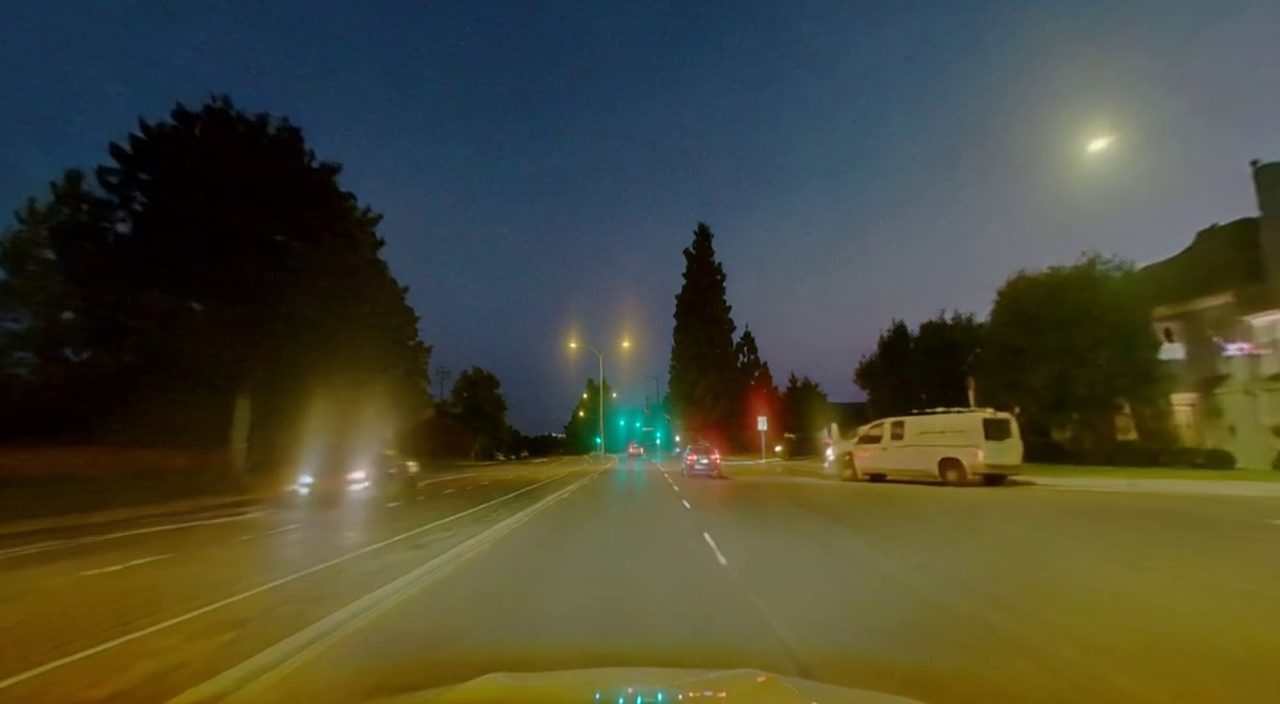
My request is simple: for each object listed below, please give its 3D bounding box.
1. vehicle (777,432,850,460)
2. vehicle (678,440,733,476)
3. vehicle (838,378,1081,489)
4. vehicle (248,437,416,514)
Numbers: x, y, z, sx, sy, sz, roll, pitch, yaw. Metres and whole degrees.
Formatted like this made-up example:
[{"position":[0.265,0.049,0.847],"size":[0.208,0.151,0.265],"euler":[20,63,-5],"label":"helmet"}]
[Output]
[{"position":[11.583,6.319,42.318],"size":[4.202,1.794,2.063],"euler":[0,-9,-1],"label":"vehicle"},{"position":[2.841,4.721,28.342],"size":[1.960,1.479,4.086],"euler":[0,-9,-1],"label":"vehicle"},{"position":[9.227,2.572,19.402],"size":[2.331,2.747,6.993],"euler":[2,-9,-16],"label":"vehicle"},{"position":[-8.051,3.247,17.137],"size":[2.178,1.761,4.724],"euler":[0,-9,0],"label":"vehicle"}]
